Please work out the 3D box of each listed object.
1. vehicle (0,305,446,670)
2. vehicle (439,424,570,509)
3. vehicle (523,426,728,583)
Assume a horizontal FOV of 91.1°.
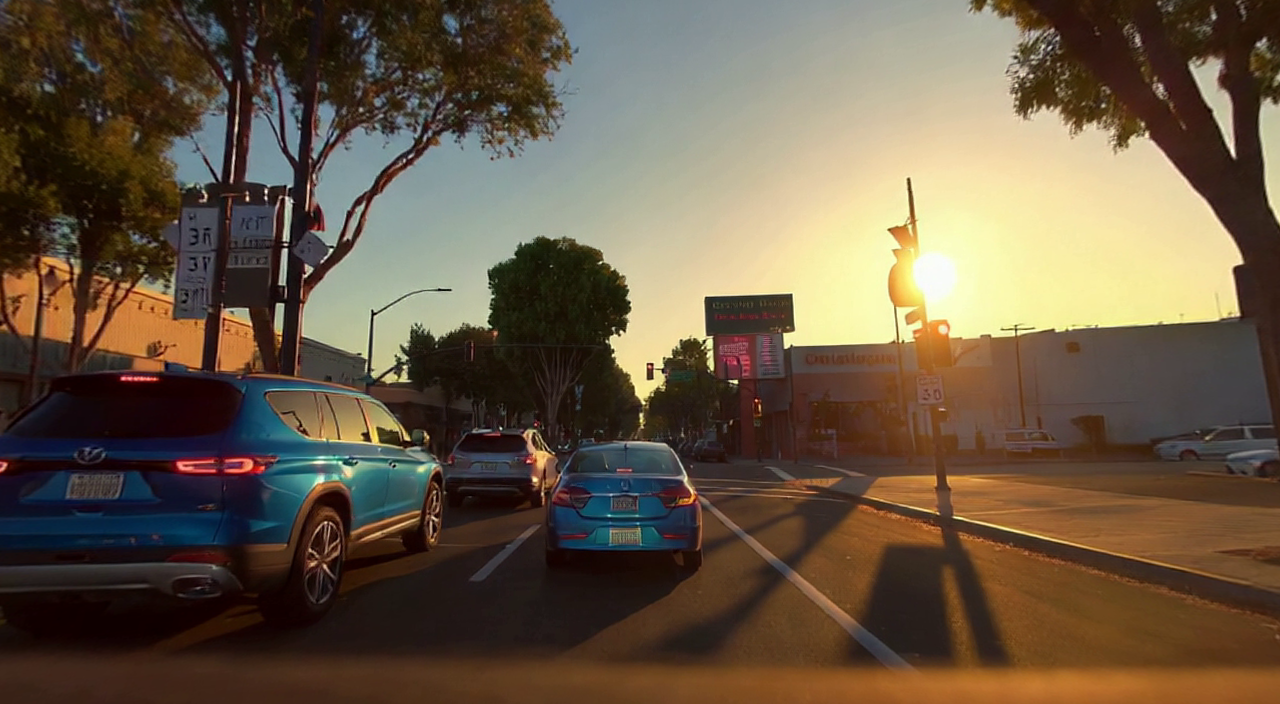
[{"bbox_3d":[-3.819,1.135,6.227,2.152,2.118,5.066,0,-8,0],"label":"vehicle"},{"bbox_3d":[-2.928,2.593,14.605,2.047,1.664,4.148,0,-8,1],"label":"vehicle"},{"bbox_3d":[-0.169,1.781,8.184,1.966,1.481,4.146,0,-8,-1],"label":"vehicle"}]
